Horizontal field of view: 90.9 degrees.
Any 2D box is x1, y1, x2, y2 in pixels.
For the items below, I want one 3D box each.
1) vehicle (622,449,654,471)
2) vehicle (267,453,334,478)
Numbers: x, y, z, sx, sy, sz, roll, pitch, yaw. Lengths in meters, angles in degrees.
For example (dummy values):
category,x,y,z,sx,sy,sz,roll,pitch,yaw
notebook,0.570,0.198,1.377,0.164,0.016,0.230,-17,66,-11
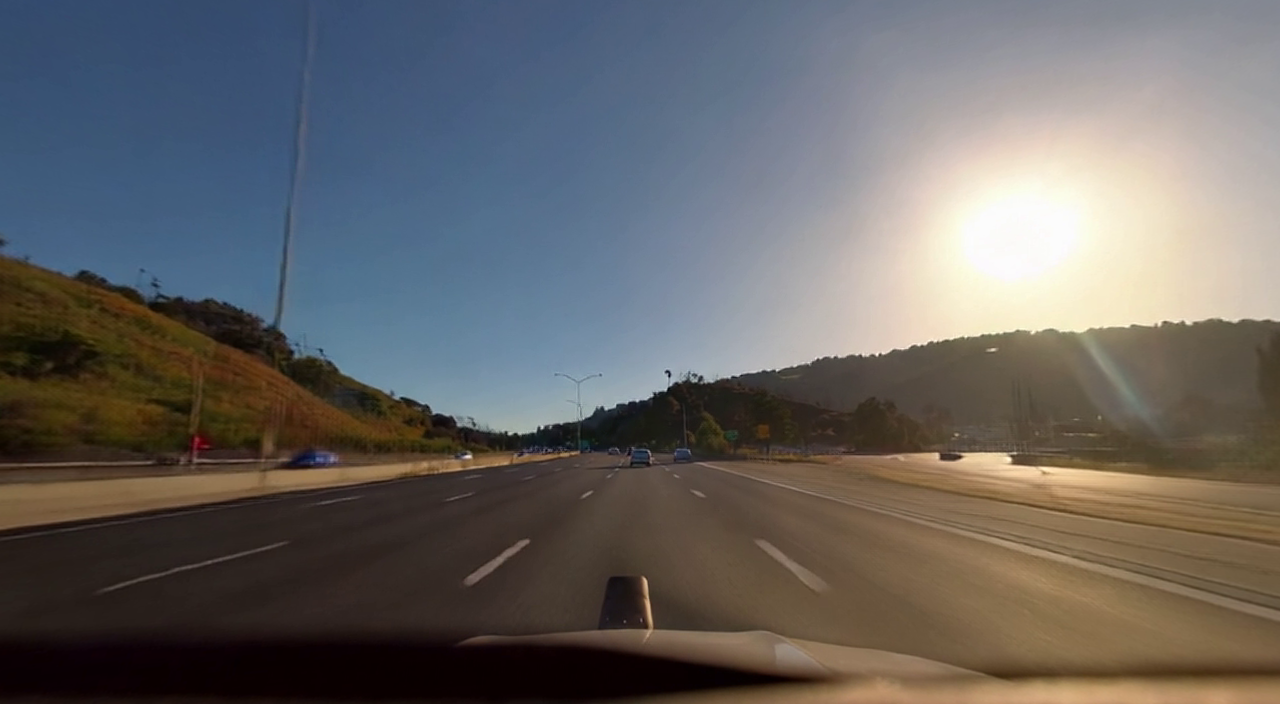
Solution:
category,x,y,z,sx,sy,sz,roll,pitch,yaw
vehicle,-0.182,7.758,45.664,2.193,1.497,4.337,0,-9,-1
vehicle,-22.737,7.591,42.441,1.891,1.572,4.543,0,-9,2
